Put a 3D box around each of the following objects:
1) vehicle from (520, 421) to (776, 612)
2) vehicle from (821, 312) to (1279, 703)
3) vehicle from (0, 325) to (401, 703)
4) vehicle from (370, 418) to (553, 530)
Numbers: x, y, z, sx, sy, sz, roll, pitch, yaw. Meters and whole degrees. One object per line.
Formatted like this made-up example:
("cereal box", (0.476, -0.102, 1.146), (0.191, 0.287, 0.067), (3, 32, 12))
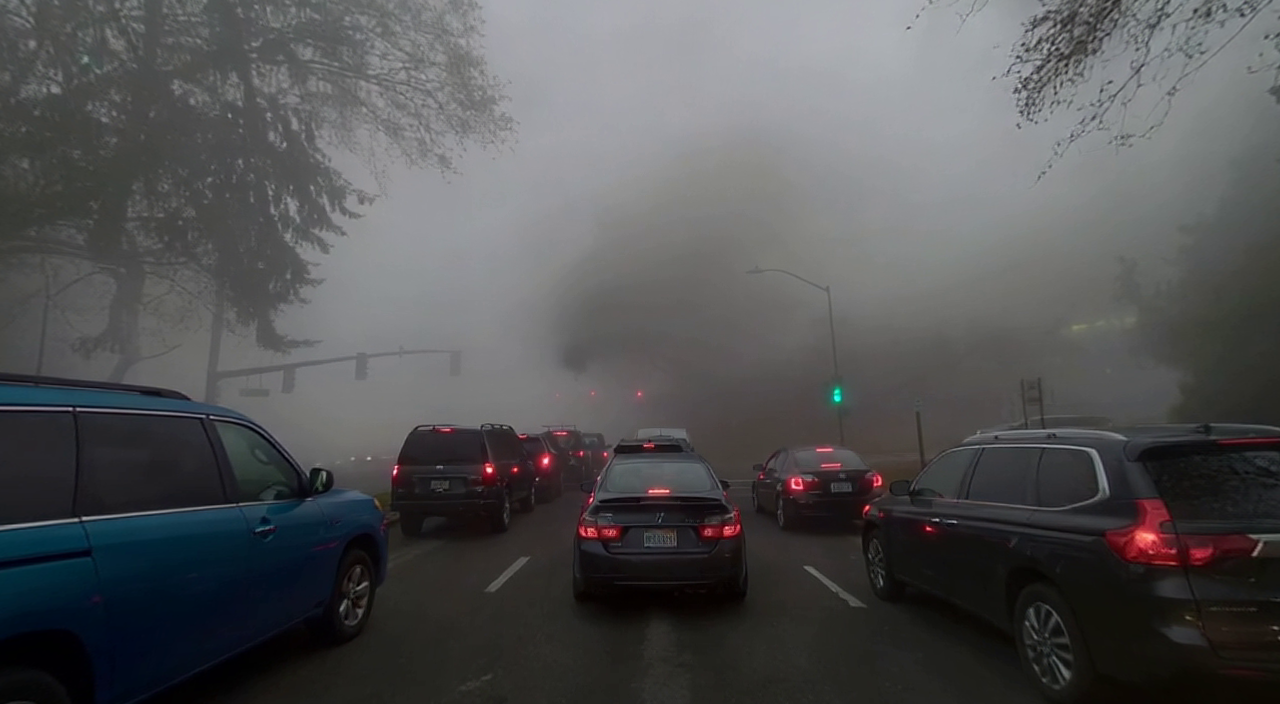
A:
("vehicle", (0.025, 1.593, 7.030), (2.021, 1.490, 3.948), (0, -8, -1))
("vehicle", (3.217, 1.097, 4.728), (2.141, 1.833, 4.704), (0, -8, -2))
("vehicle", (-3.124, 0.956, 3.309), (1.982, 1.721, 4.261), (0, -8, 1))
("vehicle", (-3.181, 2.300, 12.447), (2.117, 1.772, 4.619), (0, -8, 2))
